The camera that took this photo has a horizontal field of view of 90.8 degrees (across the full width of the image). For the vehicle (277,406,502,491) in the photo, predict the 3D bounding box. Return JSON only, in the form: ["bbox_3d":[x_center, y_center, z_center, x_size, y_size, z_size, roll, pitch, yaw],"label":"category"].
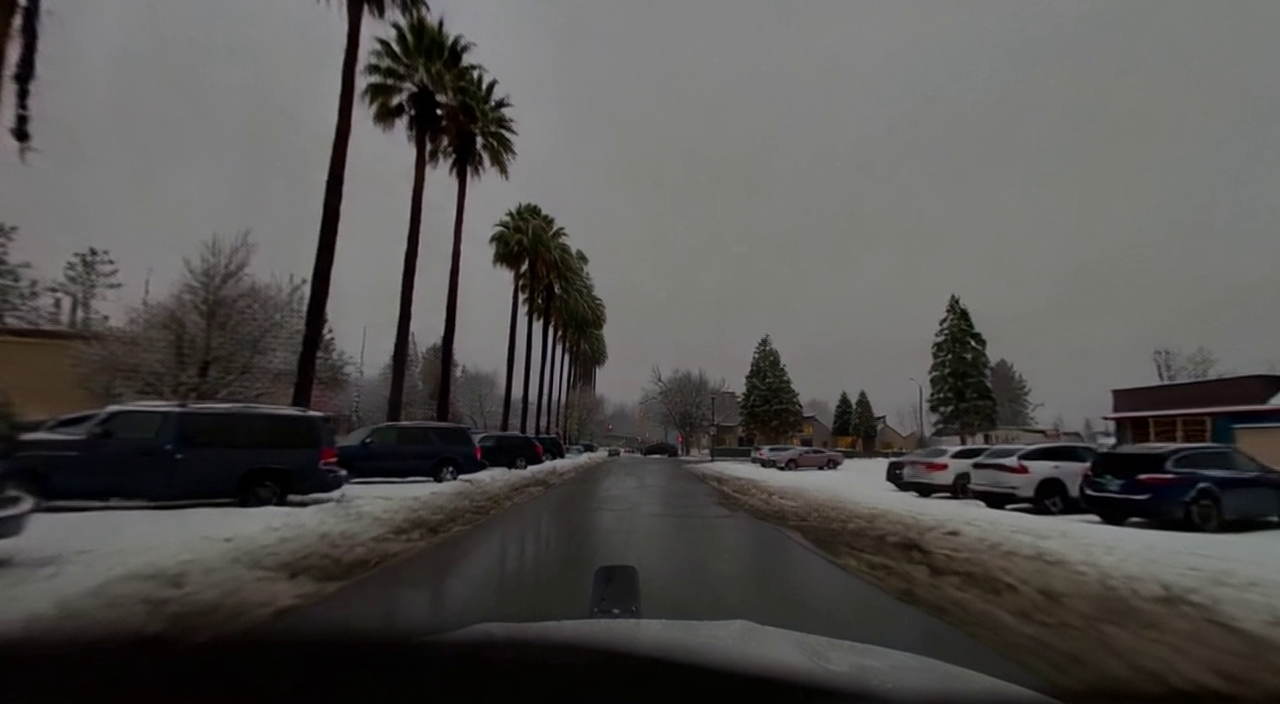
[{"bbox_3d":[-6.088,2.388,15.661,4.763,1.801,2.013,6,-11,-34],"label":"vehicle"}]

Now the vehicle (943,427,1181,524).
[{"bbox_3d":[9.469,2.674,14.162,4.916,1.814,2.232,5,-10,-28],"label":"vehicle"}]

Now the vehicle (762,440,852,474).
[{"bbox_3d":[9.565,6.046,36.187,4.758,1.759,2.068,6,-11,-27],"label":"vehicle"}]

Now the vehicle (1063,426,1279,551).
[{"bbox_3d":[9.850,2.261,11.074,4.509,1.759,2.077,5,-10,-29],"label":"vehicle"}]

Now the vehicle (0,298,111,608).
[{"bbox_3d":[-6.507,0.554,3.317,5.210,1.834,2.281,5,-10,-28],"label":"vehicle"}]

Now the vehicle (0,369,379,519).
[{"bbox_3d":[-6.539,1.431,9.680,4.302,1.804,2.060,6,-11,-32],"label":"vehicle"}]
